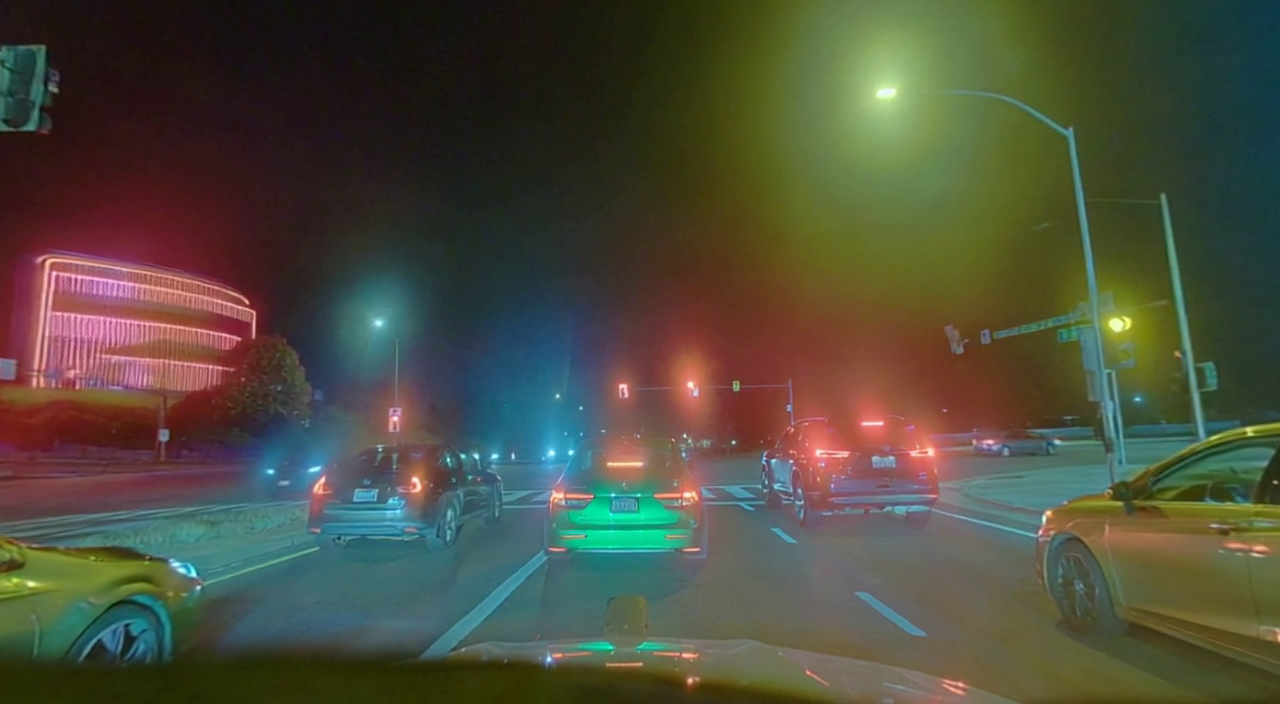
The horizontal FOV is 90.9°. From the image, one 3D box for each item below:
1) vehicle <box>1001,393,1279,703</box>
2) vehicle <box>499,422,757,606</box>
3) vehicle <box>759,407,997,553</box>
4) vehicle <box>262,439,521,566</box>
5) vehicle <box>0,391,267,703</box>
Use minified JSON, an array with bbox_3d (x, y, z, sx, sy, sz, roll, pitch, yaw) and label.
[{"bbox_3d":[3.942,0.974,3.099,1.800,1.519,4.198,0,-8,0],"label":"vehicle"},{"bbox_3d":[-0.134,1.649,7.363,2.140,1.499,4.119,0,-8,-1],"label":"vehicle"},{"bbox_3d":[3.300,1.866,9.818,1.992,1.744,4.183,0,-8,-1],"label":"vehicle"},{"bbox_3d":[-3.307,2.072,9.543,1.995,1.436,4.373,-1,-8,2],"label":"vehicle"},{"bbox_3d":[-3.483,0.847,1.836,2.016,1.547,4.414,0,-8,1],"label":"vehicle"}]
